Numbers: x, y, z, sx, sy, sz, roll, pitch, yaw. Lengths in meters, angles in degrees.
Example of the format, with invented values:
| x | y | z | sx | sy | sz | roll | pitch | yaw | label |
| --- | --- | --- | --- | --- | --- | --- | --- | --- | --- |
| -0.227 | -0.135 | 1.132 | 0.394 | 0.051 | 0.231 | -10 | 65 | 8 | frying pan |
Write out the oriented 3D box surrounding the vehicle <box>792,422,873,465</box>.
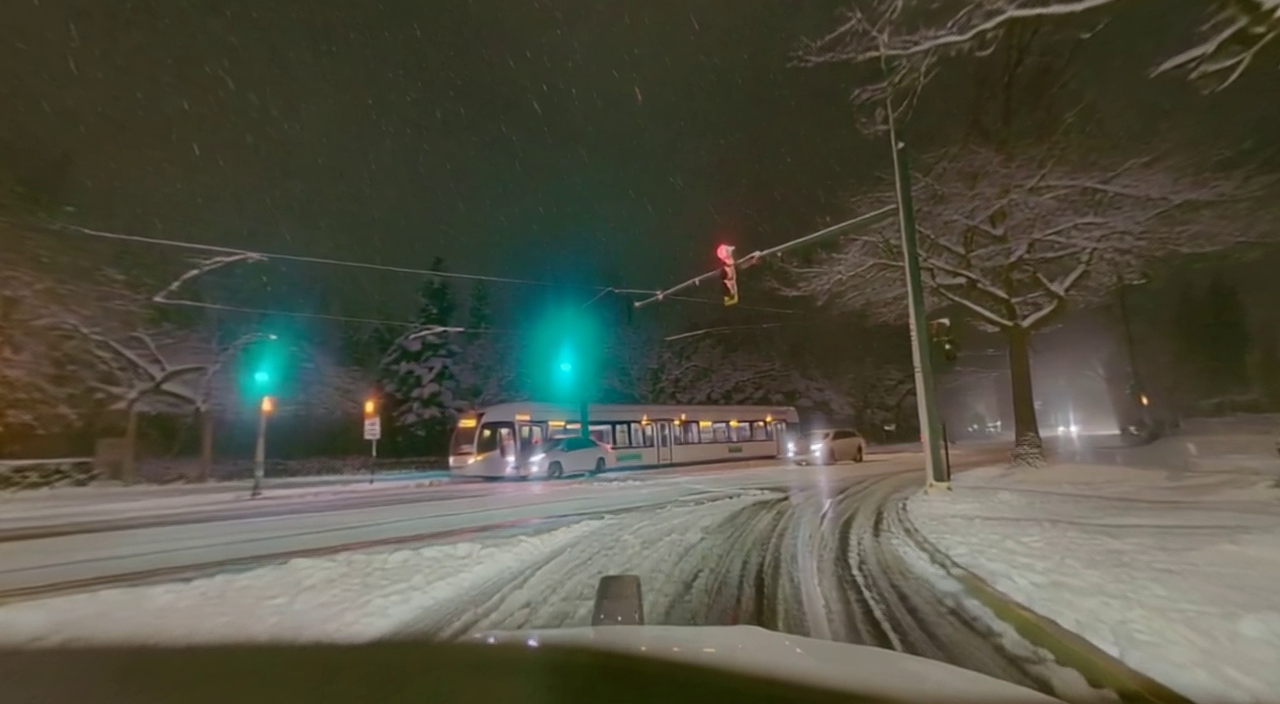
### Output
| x | y | z | sx | sy | sz | roll | pitch | yaw | label |
| --- | --- | --- | --- | --- | --- | --- | --- | --- | --- |
| 10.124 | 4.816 | 32.851 | 4.386 | 2.070 | 2.092 | 8 | -12 | -44 | vehicle |

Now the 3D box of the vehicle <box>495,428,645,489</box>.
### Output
| x | y | z | sx | sy | sz | roll | pitch | yaw | label |
| --- | --- | --- | --- | --- | --- | --- | --- | --- | --- |
| -2.230 | 3.505 | 20.885 | 4.687 | 1.760 | 2.028 | 8 | -12 | -44 | vehicle |

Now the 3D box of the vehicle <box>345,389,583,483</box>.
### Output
| x | y | z | sx | sy | sz | roll | pitch | yaw | label |
| --- | --- | --- | --- | --- | --- | --- | --- | --- | --- |
| -7.727 | 3.982 | 29.323 | 10.391 | 3.725 | 2.904 | 7 | -12 | -41 | vehicle |

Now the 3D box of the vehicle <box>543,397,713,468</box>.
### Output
| x | y | z | sx | sy | sz | roll | pitch | yaw | label |
| --- | --- | --- | --- | --- | --- | --- | --- | --- | --- |
| -0.361 | 4.728 | 36.097 | 10.440 | 3.509 | 2.903 | 8 | -12 | -42 | vehicle |

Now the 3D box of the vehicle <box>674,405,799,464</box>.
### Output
| x | y | z | sx | sy | sz | roll | pitch | yaw | label |
| --- | --- | --- | --- | --- | --- | --- | --- | --- | --- |
| 6.858 | 5.560 | 42.846 | 2.878 | 3.618 | 10.068 | -10 | -11 | 44 | vehicle |
